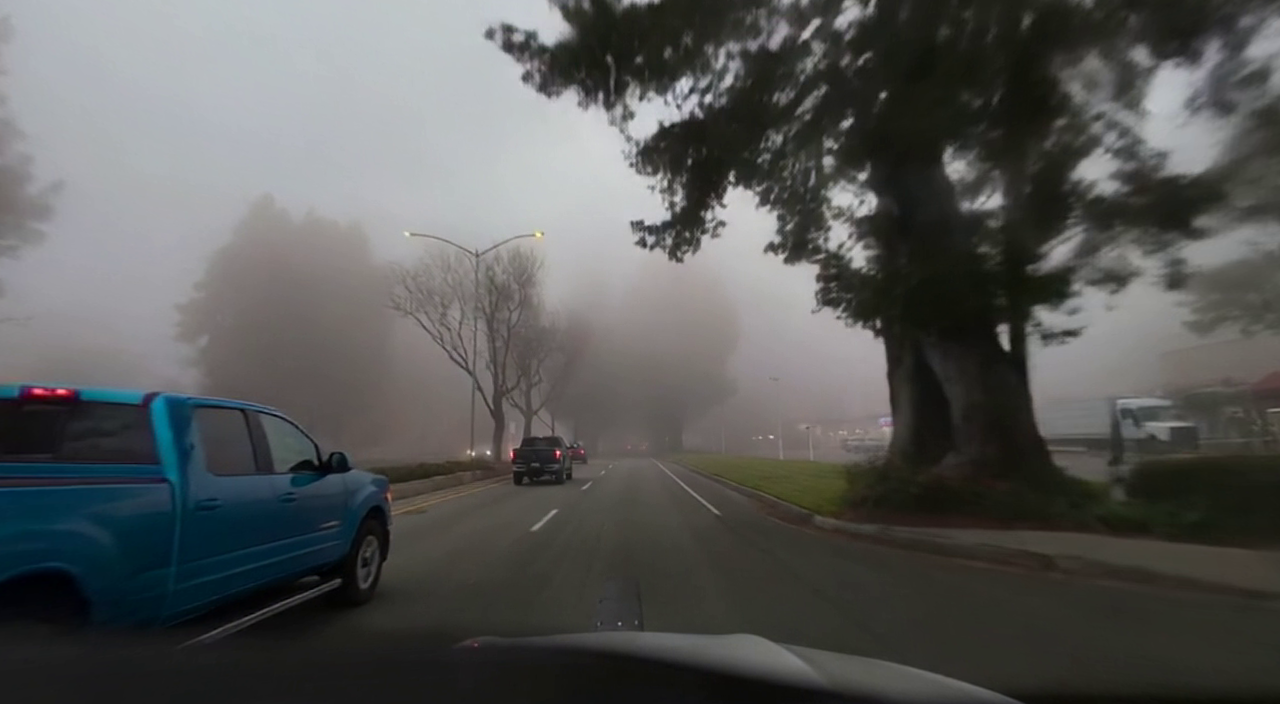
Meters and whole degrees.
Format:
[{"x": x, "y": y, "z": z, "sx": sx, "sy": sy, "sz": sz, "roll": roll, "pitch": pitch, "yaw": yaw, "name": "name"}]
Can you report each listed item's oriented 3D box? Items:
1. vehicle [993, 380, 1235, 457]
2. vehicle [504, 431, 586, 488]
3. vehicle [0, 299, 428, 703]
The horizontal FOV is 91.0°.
[{"x": 26.160, "y": 4.063, "z": 36.495, "sx": 2.948, "sy": 3.576, "sz": 13.937, "roll": 1, "pitch": -8, "yaw": -2, "name": "vehicle"}, {"x": -3.251, "y": 3.805, "z": 22.694, "sx": 2.065, "sy": 1.790, "sz": 5.417, "roll": 0, "pitch": -8, "yaw": 1, "name": "vehicle"}, {"x": -3.206, "y": 0.929, "z": 3.341, "sx": 2.277, "sy": 1.801, "sz": 5.250, "roll": 0, "pitch": -8, "yaw": 1, "name": "vehicle"}]
